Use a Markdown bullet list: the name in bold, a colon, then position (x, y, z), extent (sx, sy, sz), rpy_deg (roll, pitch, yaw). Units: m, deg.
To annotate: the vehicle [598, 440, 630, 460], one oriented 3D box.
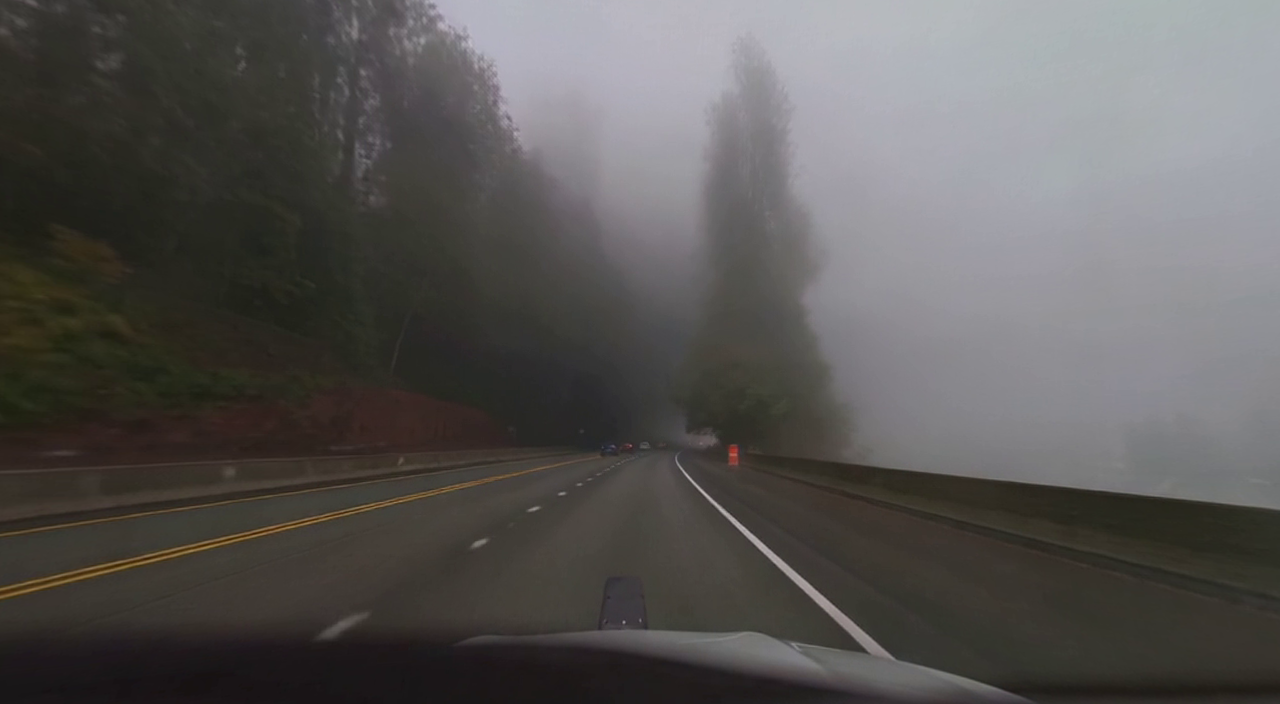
- **vehicle**: position (-1.903, 7.326, 47.232), extent (2.118, 1.475, 4.263), rpy_deg (0, -8, 2)
